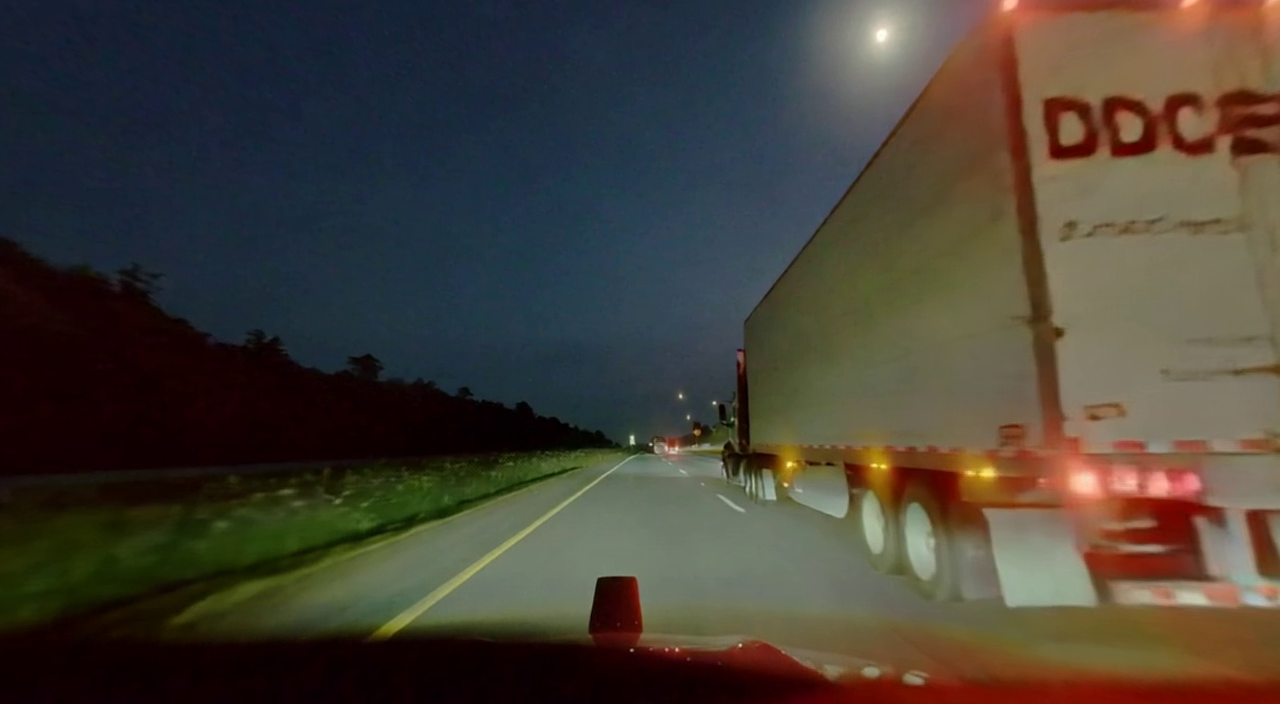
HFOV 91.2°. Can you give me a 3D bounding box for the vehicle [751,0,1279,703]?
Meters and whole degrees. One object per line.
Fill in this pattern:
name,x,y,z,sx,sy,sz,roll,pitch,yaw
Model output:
vehicle,3.768,0.438,7.742,3.025,4.010,9.542,0,-9,0
